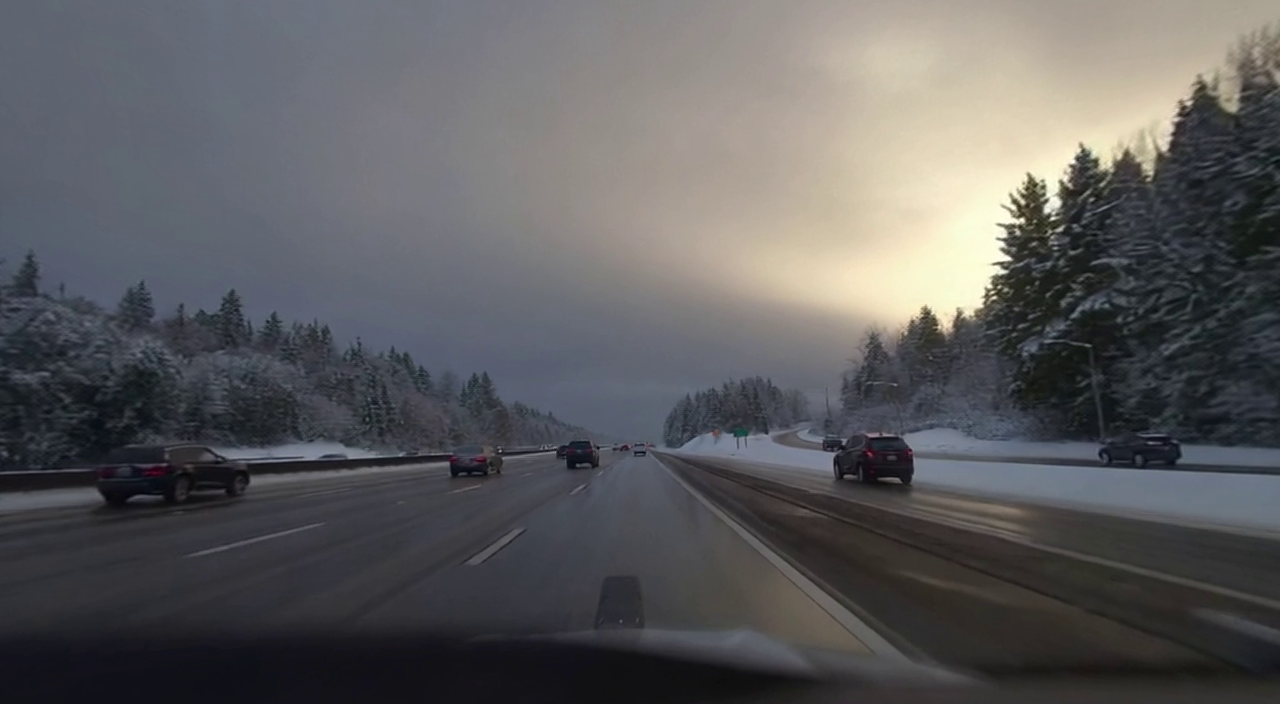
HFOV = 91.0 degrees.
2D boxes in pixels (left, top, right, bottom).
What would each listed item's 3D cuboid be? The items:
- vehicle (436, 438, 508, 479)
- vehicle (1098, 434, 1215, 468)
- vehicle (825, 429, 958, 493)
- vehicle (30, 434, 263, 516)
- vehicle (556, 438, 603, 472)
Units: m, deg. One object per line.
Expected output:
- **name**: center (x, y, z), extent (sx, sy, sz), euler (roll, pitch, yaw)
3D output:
- **vehicle**: center (-7.672, 4.919, 29.269), extent (2.087, 1.755, 4.457), euler (0, -9, 0)
- **vehicle**: center (28.076, 5.423, 34.514), extent (2.051, 1.728, 4.927), euler (1, -9, -2)
- **vehicle**: center (8.062, 3.559, 20.833), extent (2.259, 1.816, 4.862), euler (1, -9, -2)
- **vehicle**: center (-11.275, 2.813, 14.905), extent (1.958, 1.633, 4.302), euler (0, -9, 0)
- **vehicle**: center (-3.643, 6.340, 39.014), extent (2.288, 1.962, 5.119), euler (0, -9, 2)
